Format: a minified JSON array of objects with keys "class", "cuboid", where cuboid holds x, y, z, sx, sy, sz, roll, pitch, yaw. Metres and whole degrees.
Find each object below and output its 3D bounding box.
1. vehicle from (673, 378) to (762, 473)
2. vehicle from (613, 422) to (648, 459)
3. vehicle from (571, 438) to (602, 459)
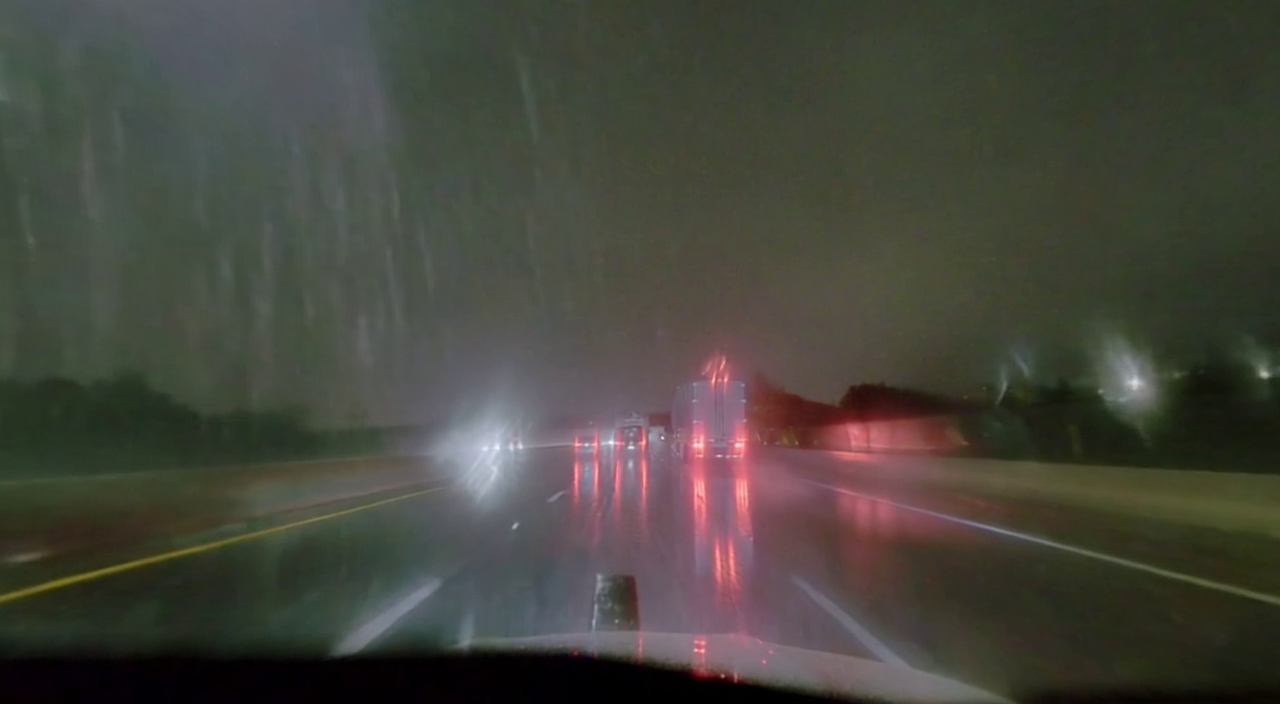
[{"class":"vehicle","cuboid":[3.576,3.897,32.189,2.997,3.983,10.860,1,-8,-1]},{"class":"vehicle","cuboid":[-0.729,6.856,48.577,2.481,2.618,6.314,0,-8,0]},{"class":"vehicle","cuboid":[-4.157,7.636,49.862,2.111,1.536,4.270,0,-8,0]}]
